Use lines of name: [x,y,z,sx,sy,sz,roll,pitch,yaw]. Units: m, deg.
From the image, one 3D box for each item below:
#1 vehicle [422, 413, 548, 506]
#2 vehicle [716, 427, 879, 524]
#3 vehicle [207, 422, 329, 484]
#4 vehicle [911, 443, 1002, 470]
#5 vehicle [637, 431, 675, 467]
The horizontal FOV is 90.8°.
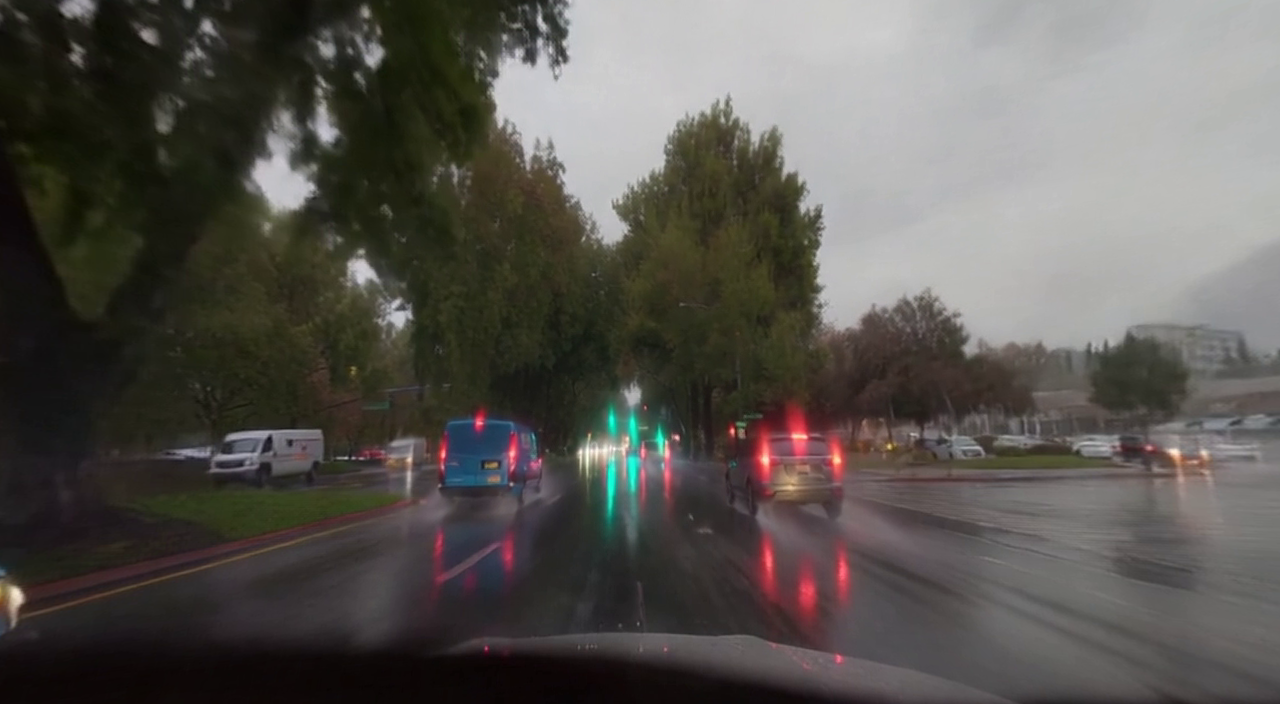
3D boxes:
vehicle: [-4.069,2.945,17.579,2.420,2.227,4.499,0,-9,-1]
vehicle: [3.027,2.504,13.339,2.087,1.658,4.612,0,-9,-2]
vehicle: [-23.636,6.493,40.854,2.883,3.560,8.400,0,-9,-1]
vehicle: [17.916,5.899,35.828,4.210,1.480,1.922,2,-9,-11]
vehicle: [1.118,7.284,47.568,2.397,2.566,5.324,0,-9,-4]
